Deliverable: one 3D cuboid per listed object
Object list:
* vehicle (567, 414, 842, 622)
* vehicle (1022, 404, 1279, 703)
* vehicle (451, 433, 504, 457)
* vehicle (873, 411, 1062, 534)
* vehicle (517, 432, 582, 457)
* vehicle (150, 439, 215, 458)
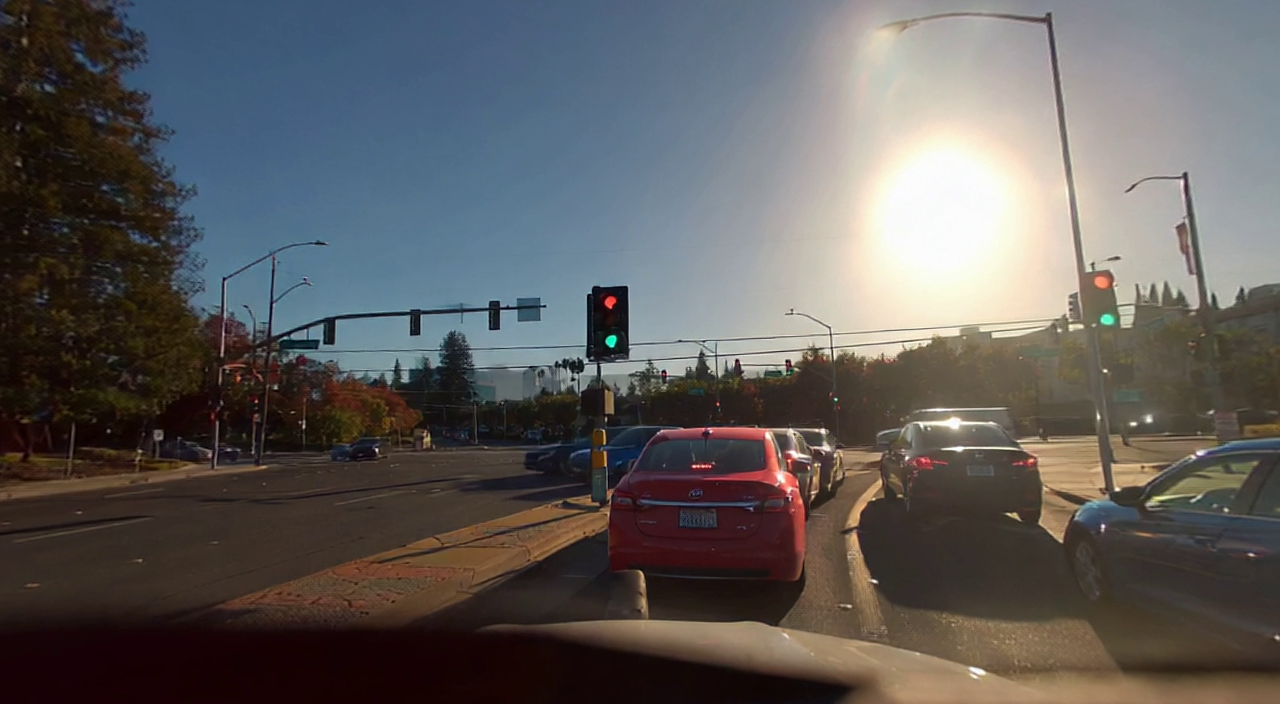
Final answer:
[{"bbox_3d":[0.841,1.500,6.696,2.052,1.483,3.928,-2,-8,12],"label":"vehicle"},{"bbox_3d":[4.237,1.059,3.375,1.954,1.508,4.441,-1,-8,6],"label":"vehicle"},{"bbox_3d":[-12.506,7.119,48.192,1.972,1.705,4.457,8,-11,-44],"label":"vehicle"},{"bbox_3d":[5.521,2.048,11.296,2.102,1.717,4.373,-2,-9,16],"label":"vehicle"},{"bbox_3d":[-6.013,6.111,41.569,1.932,1.573,4.509,8,-12,-44],"label":"vehicle"},{"bbox_3d":[-35.407,7.443,48.630,1.652,1.433,3.733,-7,-11,40],"label":"vehicle"}]
